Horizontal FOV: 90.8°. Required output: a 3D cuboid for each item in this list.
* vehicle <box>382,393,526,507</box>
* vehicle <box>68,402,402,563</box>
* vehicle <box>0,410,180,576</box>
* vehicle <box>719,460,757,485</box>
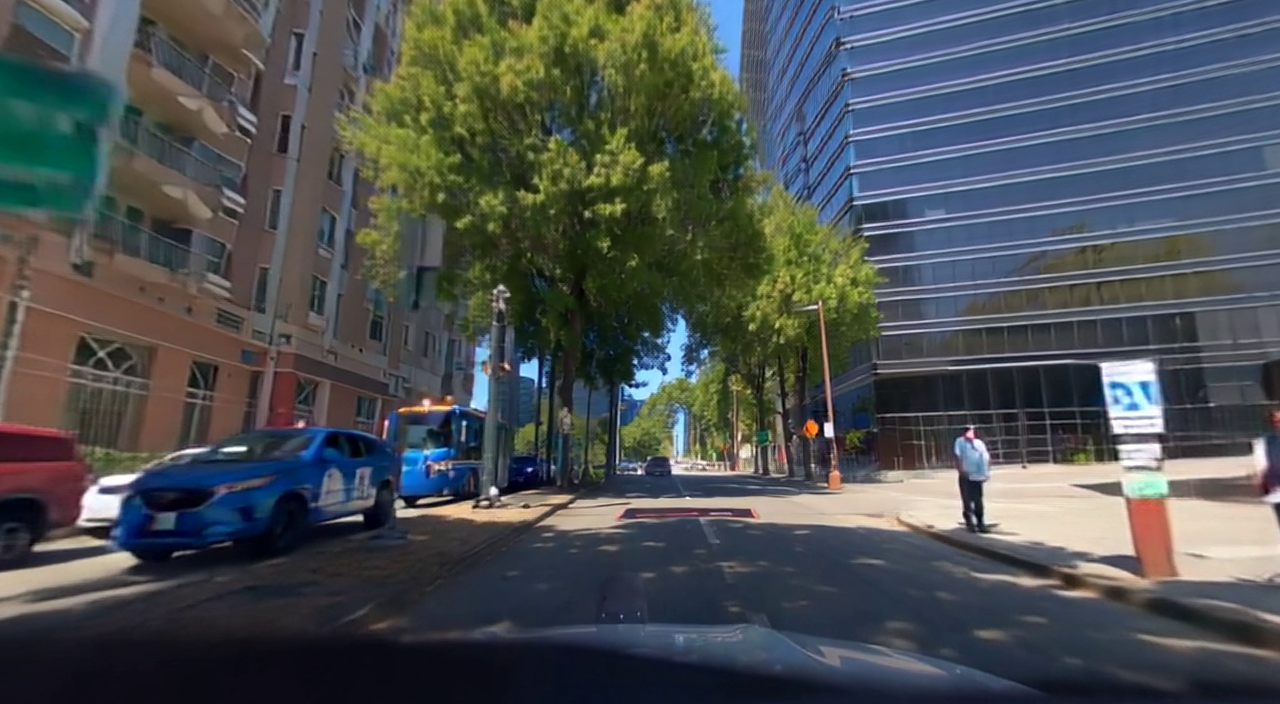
[{"bbox_3d":[-4.989,2.792,18.104,2.268,2.708,5.699,-1,-9,1],"label":"vehicle"},{"bbox_3d":[-5.613,1.880,9.735,1.988,1.855,4.599,-1,-9,1],"label":"vehicle"},{"bbox_3d":[-8.356,1.639,7.467,2.109,1.819,4.615,2,-16,2],"label":"vehicle"},{"bbox_3d":[6.671,8.254,43.543,1.888,1.536,4.381,0,-9,0],"label":"vehicle"}]
